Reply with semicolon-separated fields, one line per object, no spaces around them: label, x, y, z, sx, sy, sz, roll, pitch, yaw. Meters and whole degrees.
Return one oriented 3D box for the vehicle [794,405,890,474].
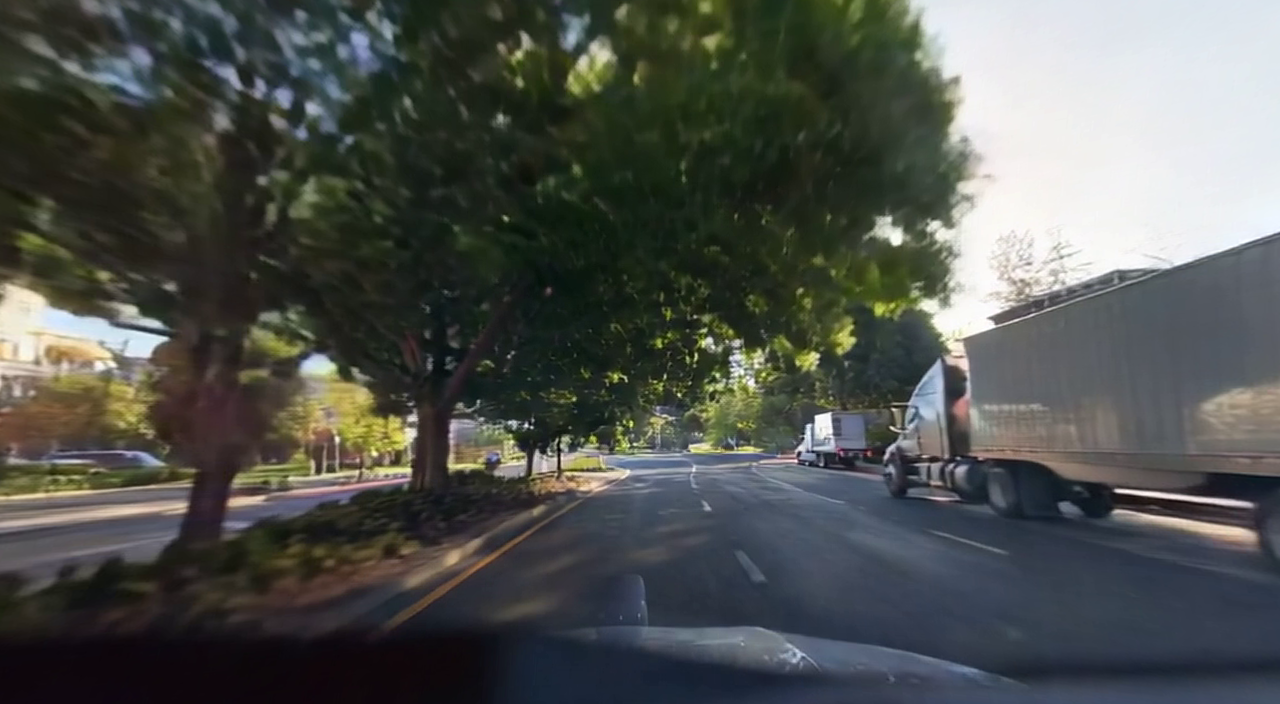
vehicle;11.700;5.292;37.950;2.946;3.506;10.682;-1;-8;4

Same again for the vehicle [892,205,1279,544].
vehicle;10.163;1.109;13.702;2.907;4.439;17.681;0;-8;3
